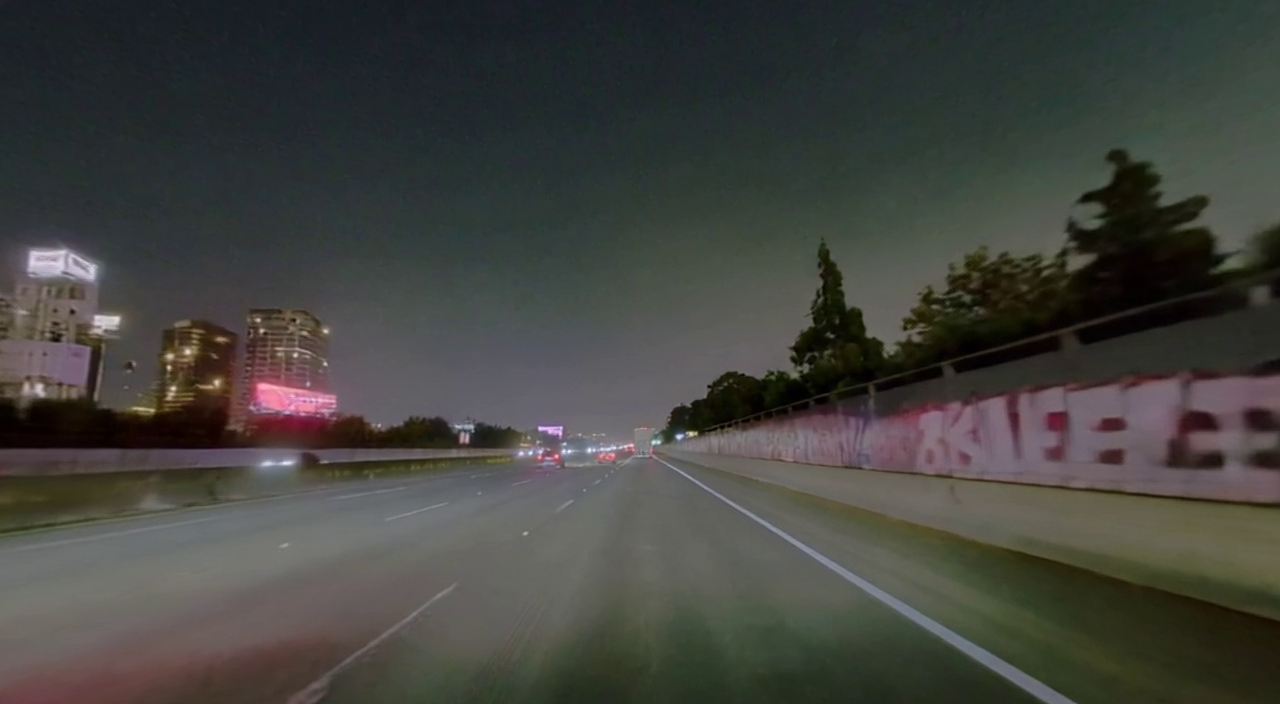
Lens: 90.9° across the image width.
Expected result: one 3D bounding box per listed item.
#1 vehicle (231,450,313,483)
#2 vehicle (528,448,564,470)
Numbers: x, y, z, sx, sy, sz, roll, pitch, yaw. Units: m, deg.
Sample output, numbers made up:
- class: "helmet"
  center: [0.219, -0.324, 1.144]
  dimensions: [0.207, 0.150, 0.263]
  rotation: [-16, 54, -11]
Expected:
- class: "vehicle"
  center: [-22.031, 6.838, 37.941]
  dimensions: [1.991, 1.806, 4.811]
  rotation: [0, -9, 0]
- class: "vehicle"
  center: [-6.556, 7.497, 44.339]
  dimensions: [2.027, 1.431, 3.033]
  rotation: [0, -9, 1]
